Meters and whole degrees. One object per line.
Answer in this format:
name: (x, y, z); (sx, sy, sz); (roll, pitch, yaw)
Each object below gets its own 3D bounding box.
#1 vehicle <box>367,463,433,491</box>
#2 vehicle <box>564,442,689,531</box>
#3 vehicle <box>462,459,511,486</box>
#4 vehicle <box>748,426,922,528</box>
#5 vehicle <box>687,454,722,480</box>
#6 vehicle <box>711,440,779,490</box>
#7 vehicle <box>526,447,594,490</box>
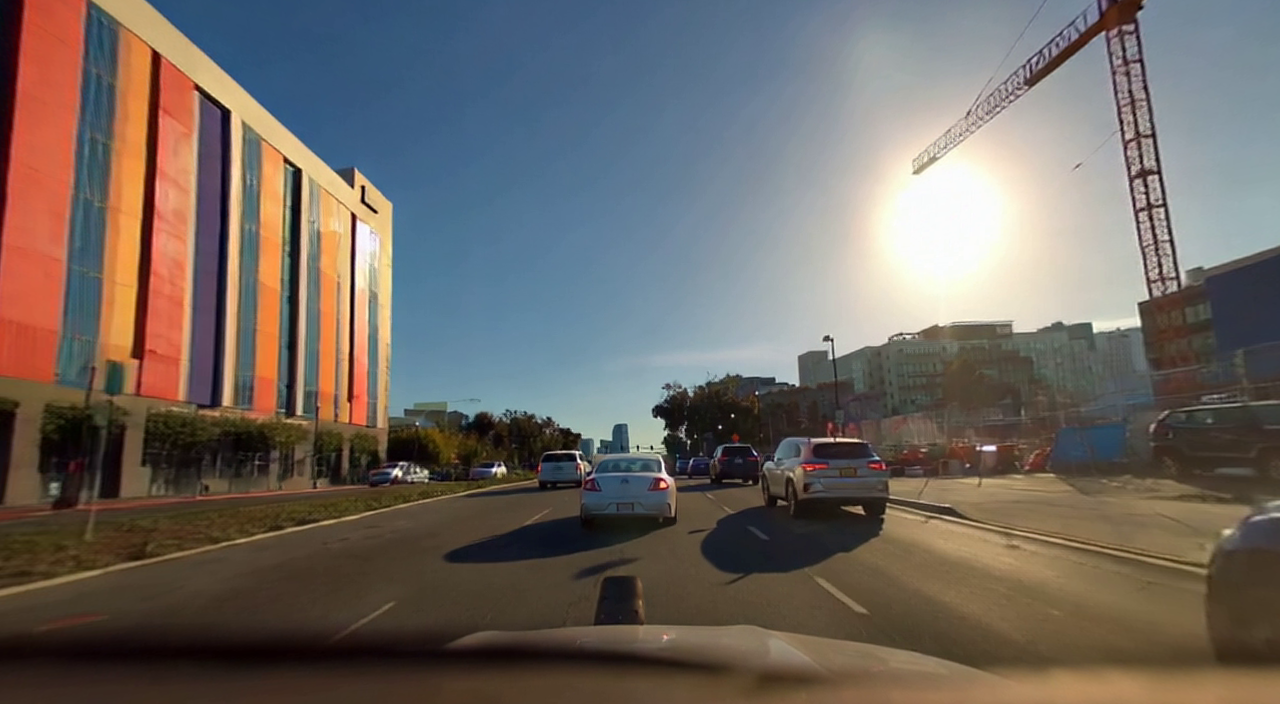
vehicle: (-15.165, 7.897, 40.172); (2.078, 1.496, 4.769); (-1, -8, 4)
vehicle: (-0.168, 2.619, 12.917); (2.131, 1.496, 4.193); (0, -8, 2)
vehicle: (-11.300, 8.865, 46.689); (2.202, 1.714, 4.509); (-1, -8, 4)
vehicle: (3.923, 2.600, 13.821); (2.185, 1.797, 4.934); (0, -8, 0)
vehicle: (4.334, 7.772, 42.971); (2.115, 1.636, 4.104); (0, -8, 2)
vehicle: (4.286, 4.695, 26.661); (2.124, 1.896, 4.914); (0, -8, 1)
vehicle: (-3.392, 5.028, 27.665); (2.201, 1.691, 4.305); (-1, -8, 3)
